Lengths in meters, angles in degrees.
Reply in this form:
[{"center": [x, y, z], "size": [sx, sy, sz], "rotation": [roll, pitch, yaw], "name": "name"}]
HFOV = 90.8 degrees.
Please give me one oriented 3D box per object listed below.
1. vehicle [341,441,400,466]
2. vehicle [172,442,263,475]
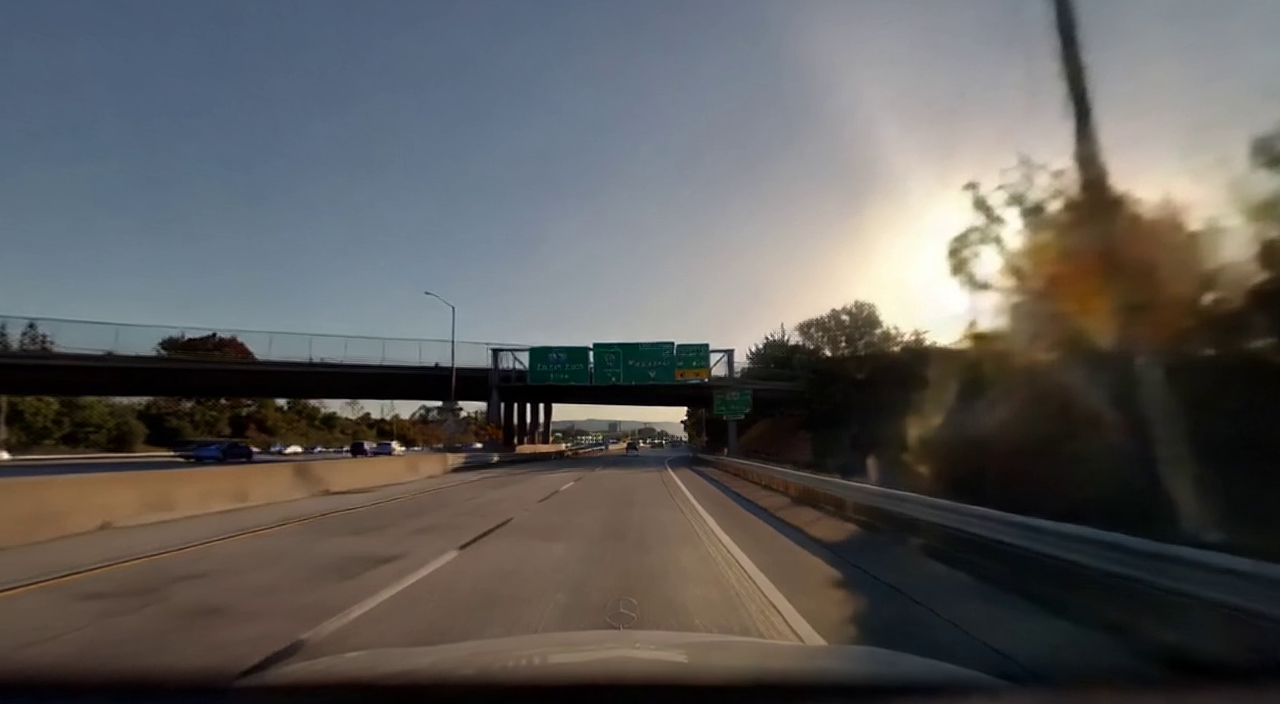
[{"center": [-17.375, 6.557, 40.934], "size": [2.271, 1.537, 4.029], "rotation": [0, -8, -4], "name": "vehicle"}, {"center": [-21.162, 5.303, 31.876], "size": [1.829, 1.520, 4.505], "rotation": [0, -8, -6], "name": "vehicle"}]
